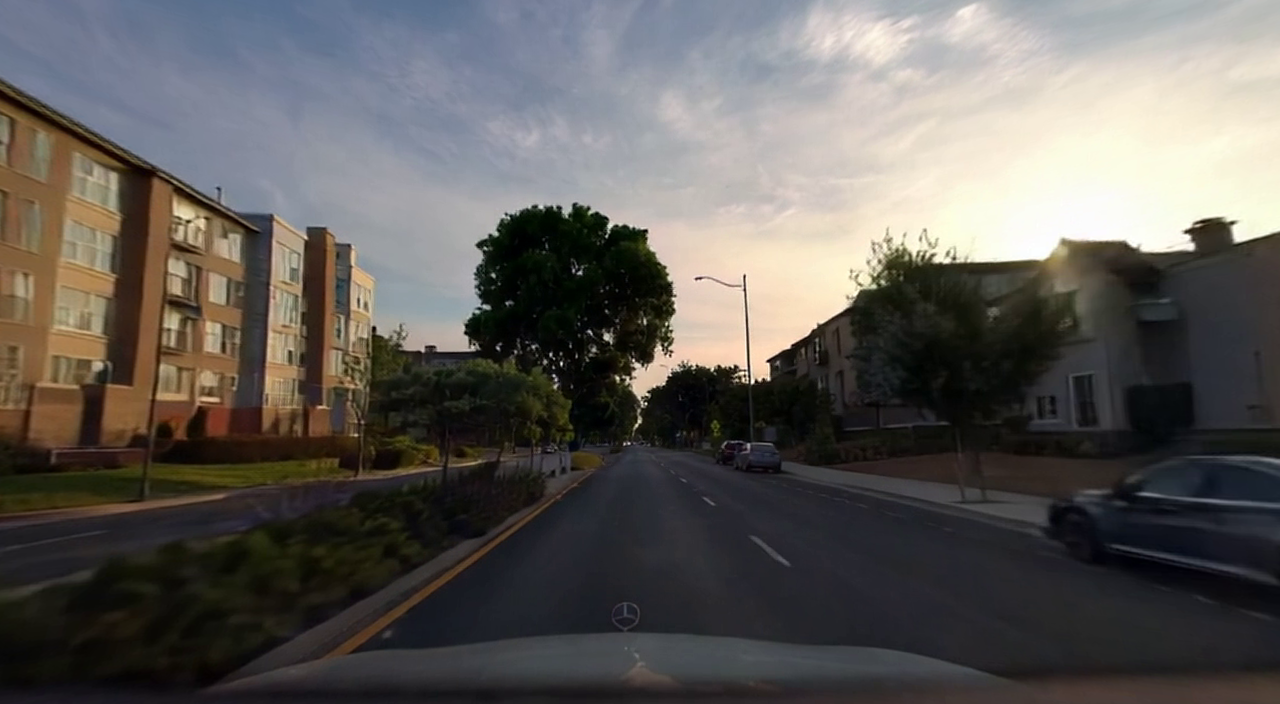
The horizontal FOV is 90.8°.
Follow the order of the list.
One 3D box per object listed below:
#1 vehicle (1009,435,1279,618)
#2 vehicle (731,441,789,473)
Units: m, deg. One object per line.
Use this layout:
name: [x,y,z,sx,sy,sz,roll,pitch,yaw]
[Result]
vehicle: [6.168,1.589,6.295,1.944,1.478,4.885,0,-8,-1]
vehicle: [6.259,5.532,33.507,1.948,1.526,4.518,0,-9,-3]
